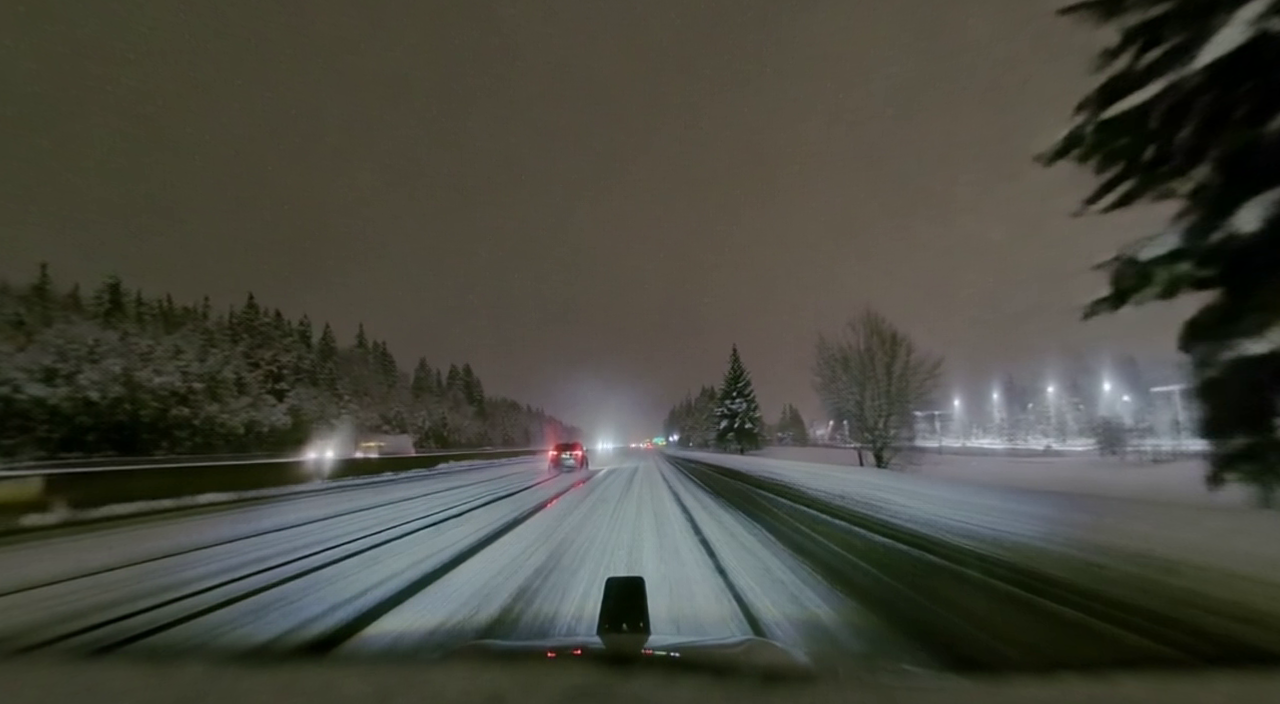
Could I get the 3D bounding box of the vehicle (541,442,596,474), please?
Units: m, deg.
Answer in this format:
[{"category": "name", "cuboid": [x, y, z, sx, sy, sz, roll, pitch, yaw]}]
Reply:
[{"category": "vehicle", "cuboid": [-3.430, 5.177, 31.079, 2.128, 1.450, 4.078, 0, -8, 1]}]
